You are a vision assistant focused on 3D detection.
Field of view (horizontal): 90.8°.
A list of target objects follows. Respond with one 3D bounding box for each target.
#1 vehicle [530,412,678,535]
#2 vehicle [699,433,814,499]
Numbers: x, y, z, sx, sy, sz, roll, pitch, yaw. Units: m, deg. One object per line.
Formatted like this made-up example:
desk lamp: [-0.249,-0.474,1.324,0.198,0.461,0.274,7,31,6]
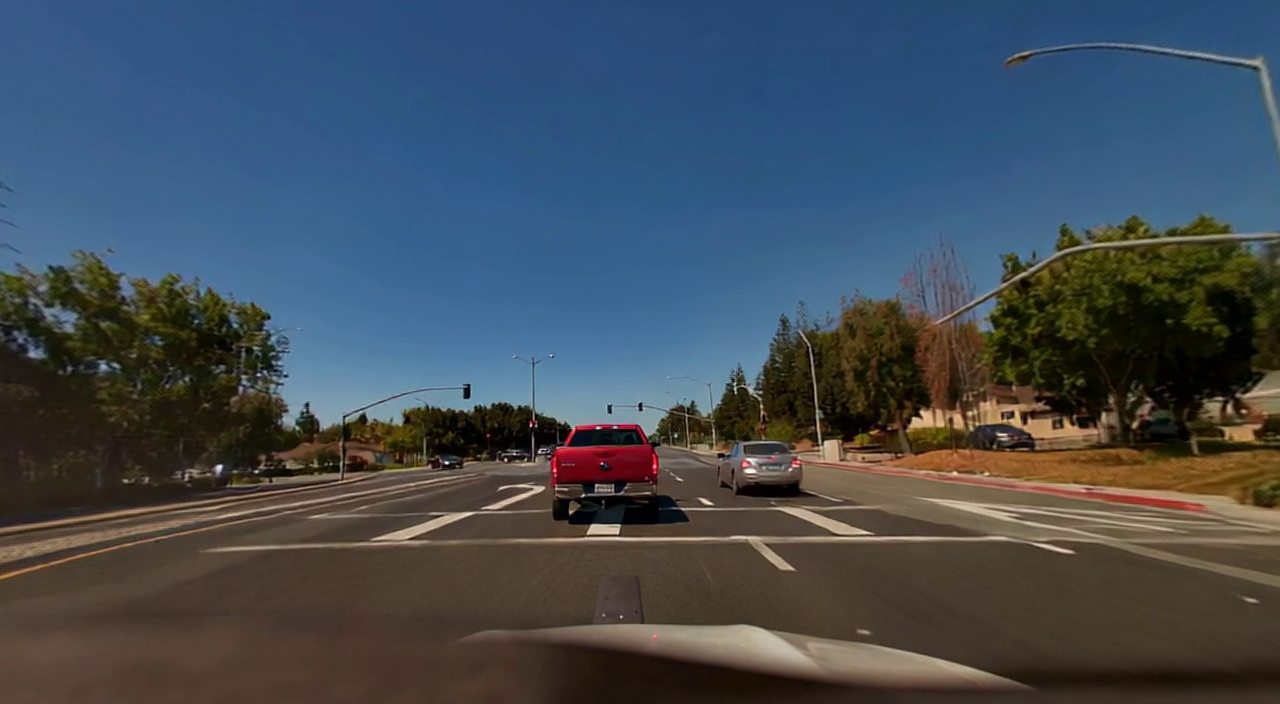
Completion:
vehicle: [-0.531,2.112,11.608,2.145,1.762,4.731,0,-8,0]
vehicle: [2.866,2.930,16.659,2.073,1.484,4.437,0,-8,-1]
